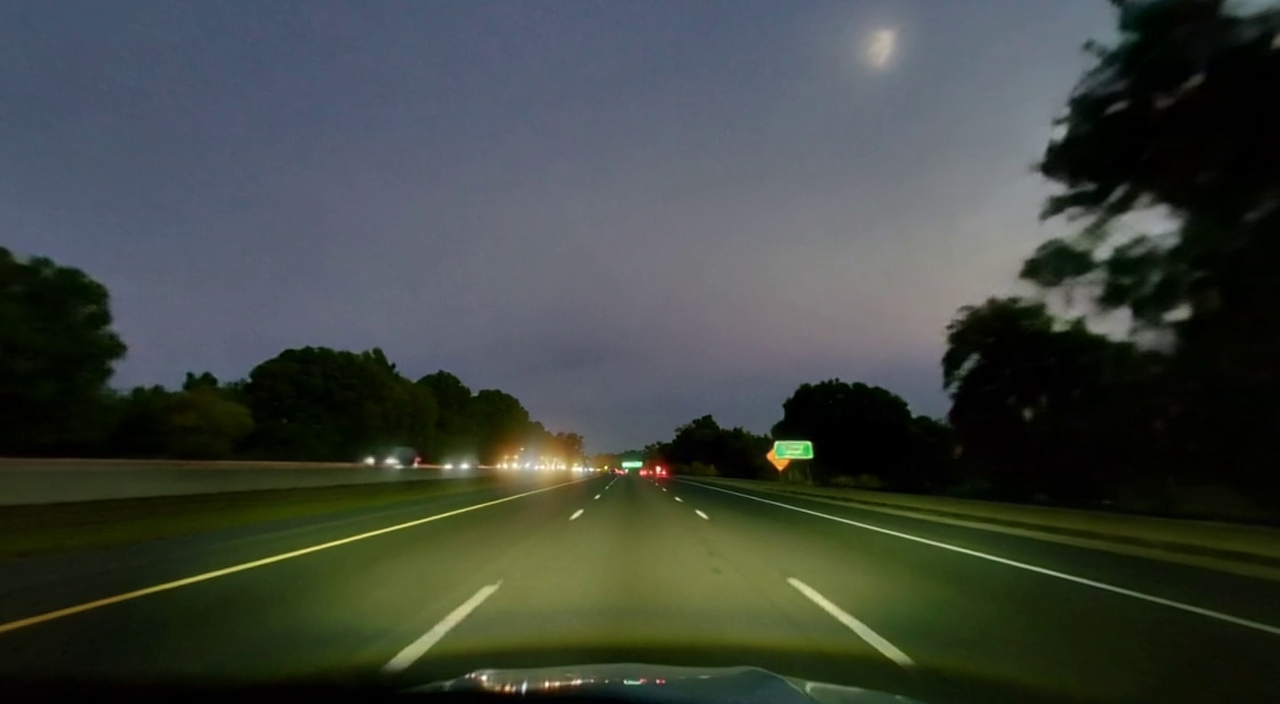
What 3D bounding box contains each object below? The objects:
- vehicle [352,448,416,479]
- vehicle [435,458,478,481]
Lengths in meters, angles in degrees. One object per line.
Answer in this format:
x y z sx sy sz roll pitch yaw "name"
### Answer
-16.186 7.138 40.148 2.012 1.791 4.992 1 -10 0 "vehicle"
-12.225 7.835 42.097 1.753 1.410 3.655 1 -10 0 "vehicle"
